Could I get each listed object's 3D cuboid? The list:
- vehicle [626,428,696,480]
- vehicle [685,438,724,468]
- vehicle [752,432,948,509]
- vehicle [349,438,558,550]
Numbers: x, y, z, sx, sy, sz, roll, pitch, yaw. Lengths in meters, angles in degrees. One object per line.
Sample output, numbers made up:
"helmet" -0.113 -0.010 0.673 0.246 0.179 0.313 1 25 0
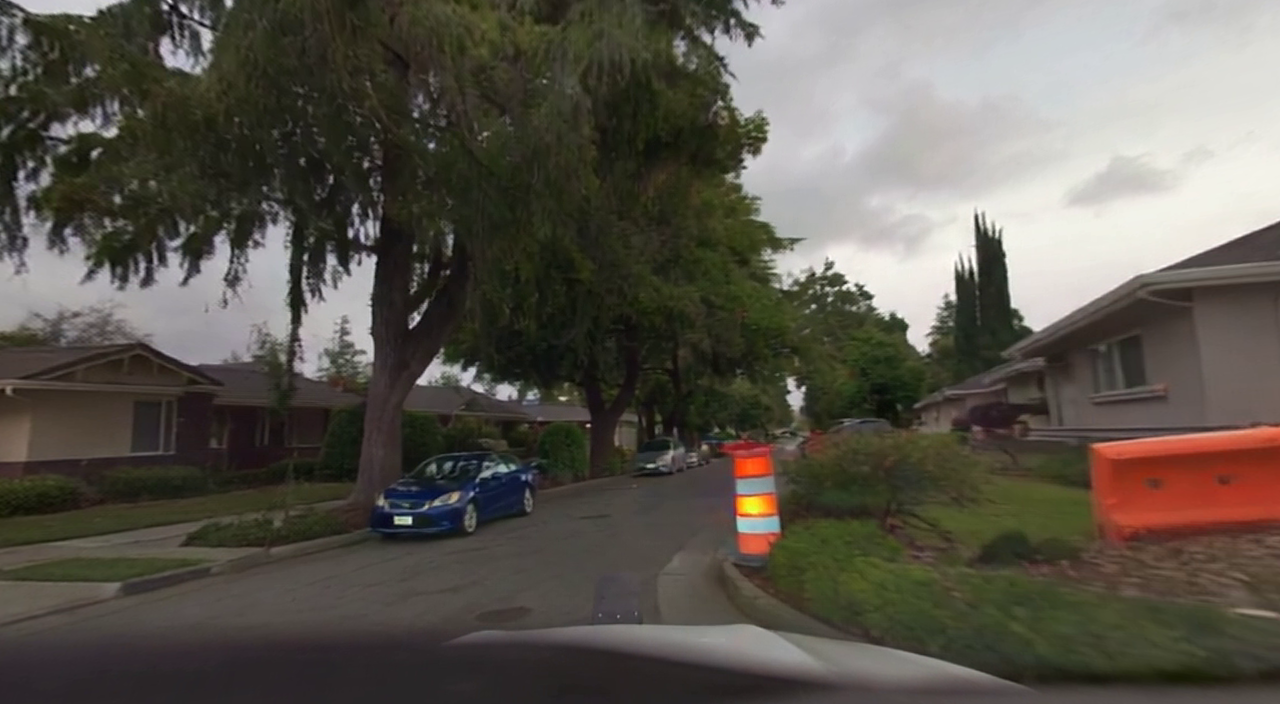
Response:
"vehicle" 1.060 4.483 28.335 2.042 1.937 4.960 1 -5 15
"vehicle" 4.038 6.171 38.792 1.765 1.493 4.130 0 -6 14
"vehicle" 4.654 2.503 13.872 4.070 1.436 1.827 4 -9 -31
"vehicle" -3.243 2.501 11.963 1.899 1.524 4.082 1 -6 14
